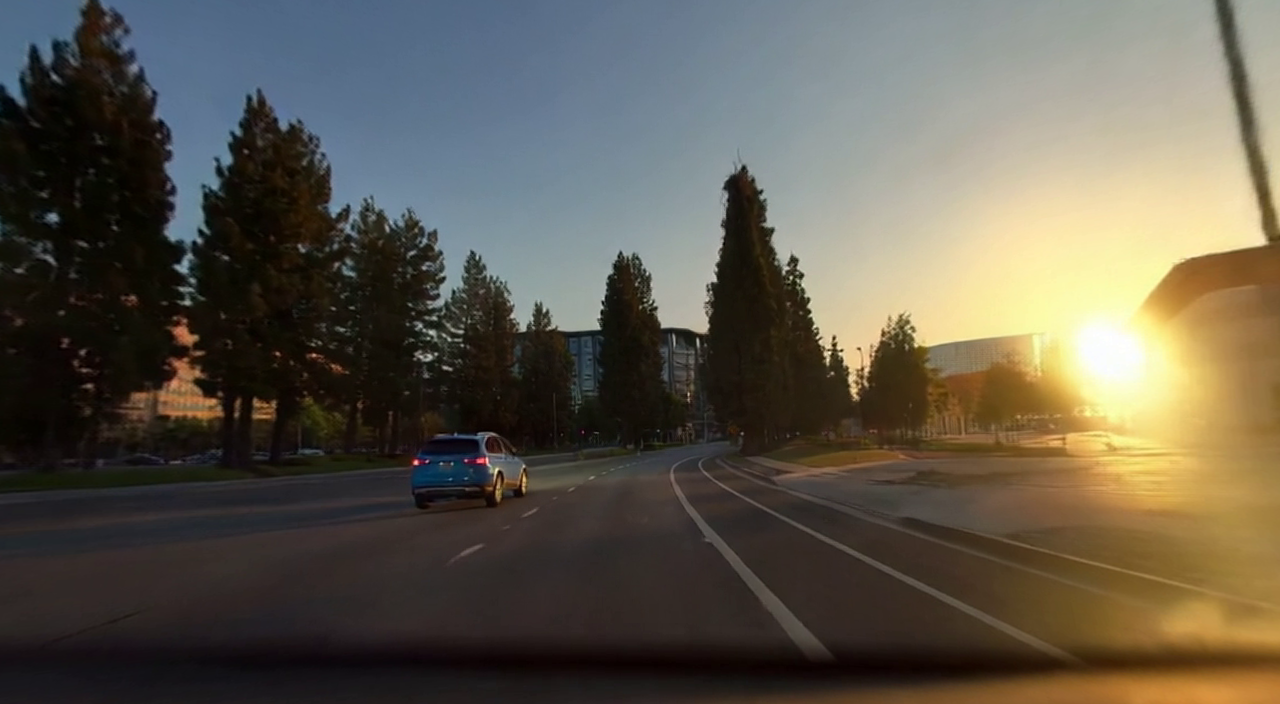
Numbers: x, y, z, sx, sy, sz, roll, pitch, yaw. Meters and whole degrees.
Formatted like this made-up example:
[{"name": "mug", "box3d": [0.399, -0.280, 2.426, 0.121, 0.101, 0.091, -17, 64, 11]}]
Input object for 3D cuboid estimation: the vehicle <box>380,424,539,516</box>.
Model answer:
[{"name": "vehicle", "box3d": [-3.778, 2.566, 14.216, 2.121, 1.724, 4.392, -1, -9, 2]}]
